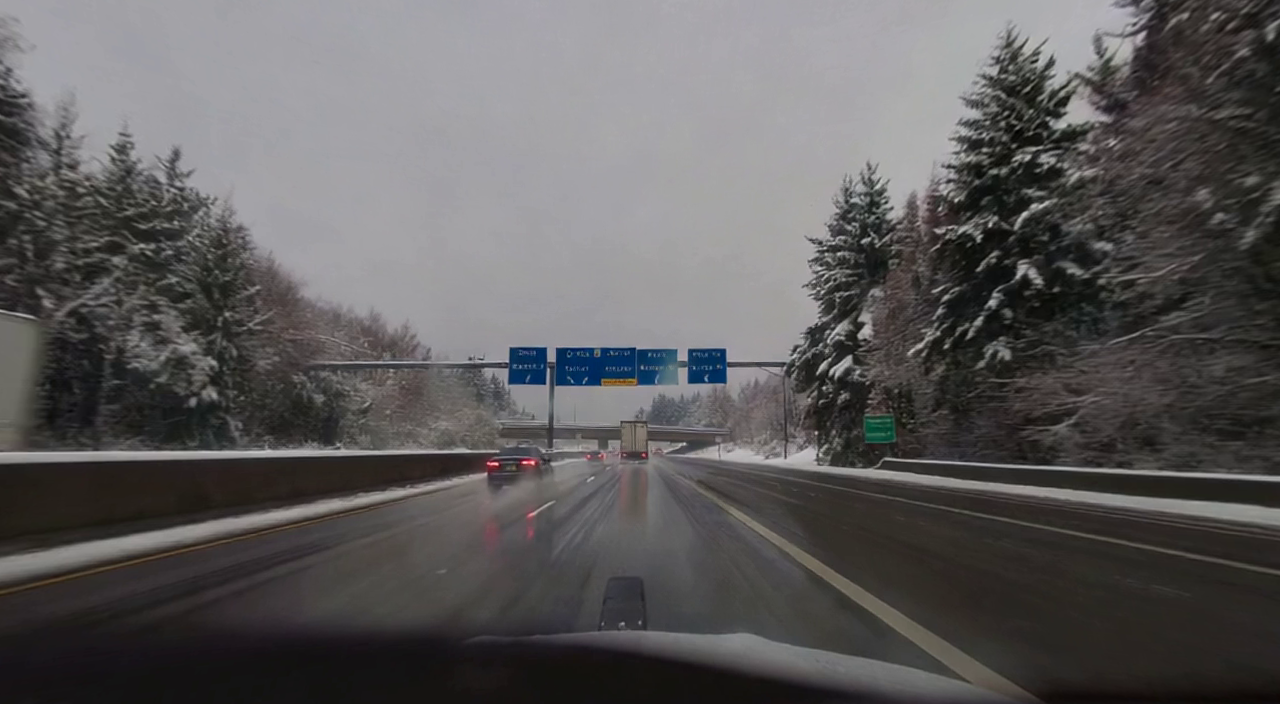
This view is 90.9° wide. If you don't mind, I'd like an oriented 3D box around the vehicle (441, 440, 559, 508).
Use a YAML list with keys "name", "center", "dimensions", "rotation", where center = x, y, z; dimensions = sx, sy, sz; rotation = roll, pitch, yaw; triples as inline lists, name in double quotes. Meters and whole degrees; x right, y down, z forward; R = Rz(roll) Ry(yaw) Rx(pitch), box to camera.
- name: "vehicle"
  center: [-3.478, 3.126, 16.644]
  dimensions: [2.042, 1.526, 4.516]
  rotation: [0, -9, 0]
